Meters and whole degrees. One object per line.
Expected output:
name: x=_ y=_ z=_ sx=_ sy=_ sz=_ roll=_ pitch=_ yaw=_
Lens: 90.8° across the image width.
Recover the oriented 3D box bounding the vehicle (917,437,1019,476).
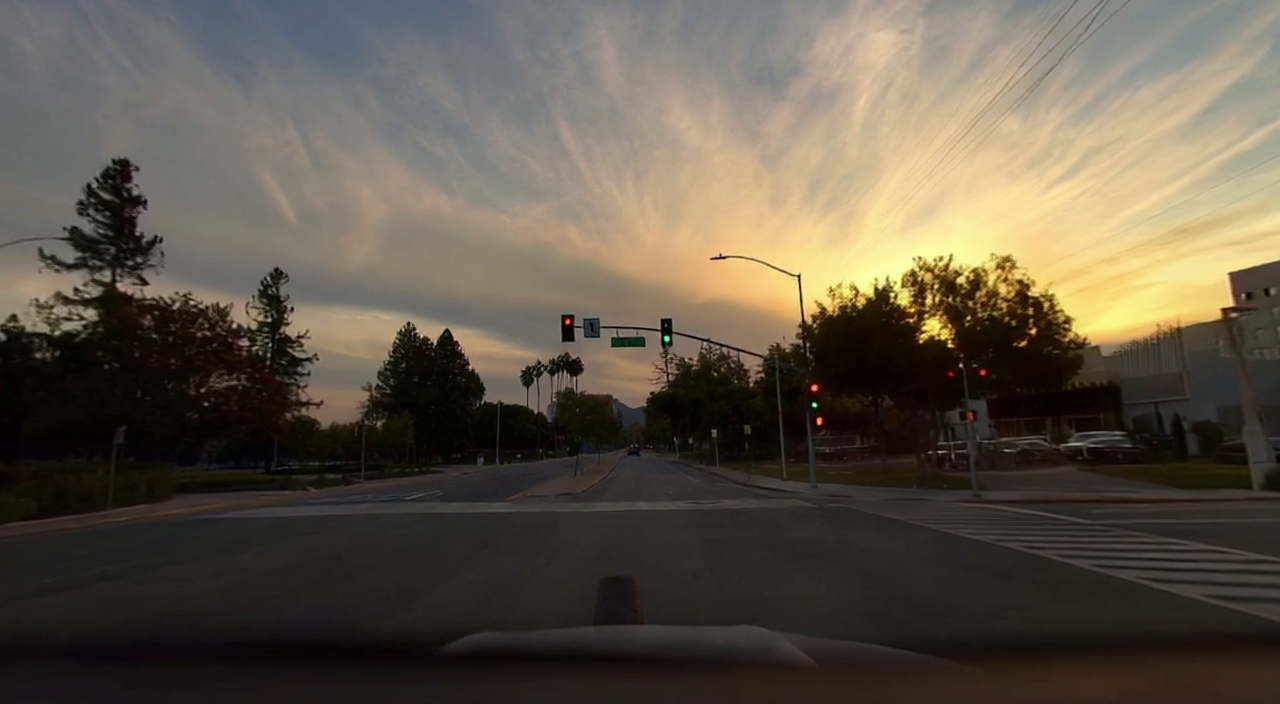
vehicle: x=15.057 y=4.834 z=29.354 sx=1.959 sy=1.471 sz=4.570 roll=-4 pitch=-9 yaw=-5
